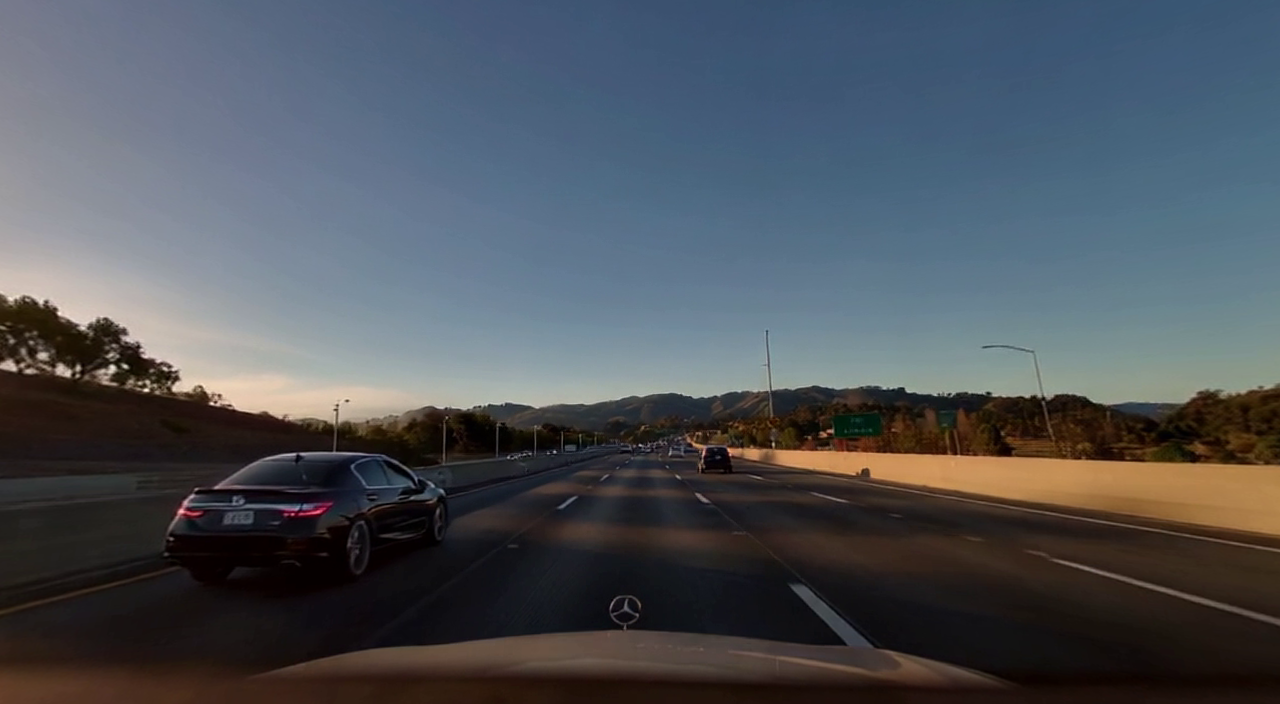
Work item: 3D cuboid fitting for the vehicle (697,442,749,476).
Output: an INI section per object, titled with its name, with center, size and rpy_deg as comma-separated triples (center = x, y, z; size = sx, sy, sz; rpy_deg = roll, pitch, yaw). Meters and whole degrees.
[vehicle]
center = 3.888, 5.073, 30.235
size = 1.916, 1.469, 4.481
rpy_deg = 0, -8, 0
